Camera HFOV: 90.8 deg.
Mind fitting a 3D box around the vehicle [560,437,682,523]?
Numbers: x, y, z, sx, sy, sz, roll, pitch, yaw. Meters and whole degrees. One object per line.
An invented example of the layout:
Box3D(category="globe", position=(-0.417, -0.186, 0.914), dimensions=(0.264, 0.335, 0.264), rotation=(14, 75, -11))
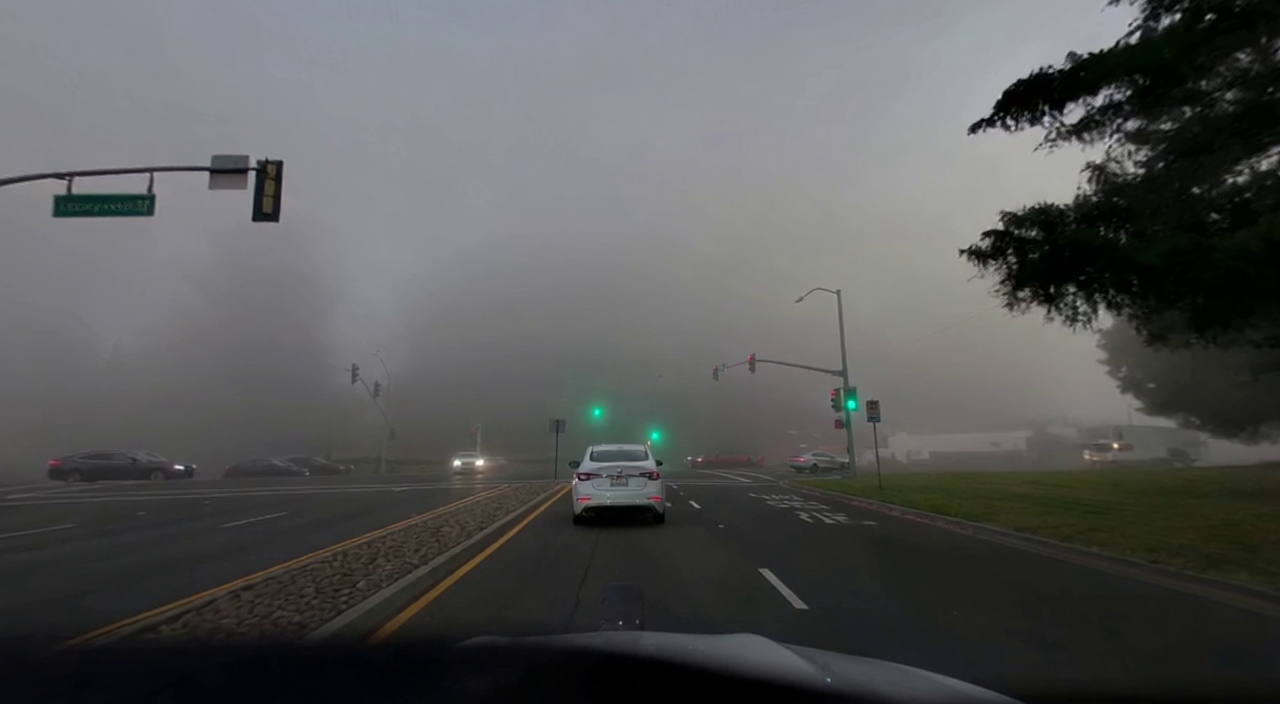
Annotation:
Box3D(category="vehicle", position=(-0.350, 2.535, 13.115), dimensions=(2.112, 1.479, 4.264), rotation=(0, -9, -1))

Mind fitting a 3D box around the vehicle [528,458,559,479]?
Box3D(category="vehicle", position=(-7.299, 8.819, 48.117), dimensions=(2.077, 1.449, 4.838), rotation=(1, -9, -5))

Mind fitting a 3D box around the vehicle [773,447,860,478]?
Box3D(category="vehicle", position=(9.449, 5.849, 33.693), dimensions=(4.601, 1.485, 1.929), rotation=(6, -10, -34))

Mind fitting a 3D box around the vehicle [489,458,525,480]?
Box3D(category="vehicle", position=(-10.306, 9.103, 49.398), dimensions=(2.078, 1.534, 4.646), rotation=(1, -9, -3))

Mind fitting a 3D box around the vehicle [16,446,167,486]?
Box3D(category="vehicle", position=(-25.690, 5.339, 29.780), dimensions=(4.877, 1.754, 1.978), rotation=(2, -9, -13))

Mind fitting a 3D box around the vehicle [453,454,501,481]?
Box3D(category="vehicle", position=(-9.498, 6.731, 37.118), dimensions=(2.073, 1.459, 4.495), rotation=(1, -9, -6))

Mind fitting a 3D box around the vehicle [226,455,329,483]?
Box3D(category="vehicle", position=(-19.972, 6.471, 35.021), dimensions=(4.548, 1.449, 1.802), rotation=(2, -9, -13))
